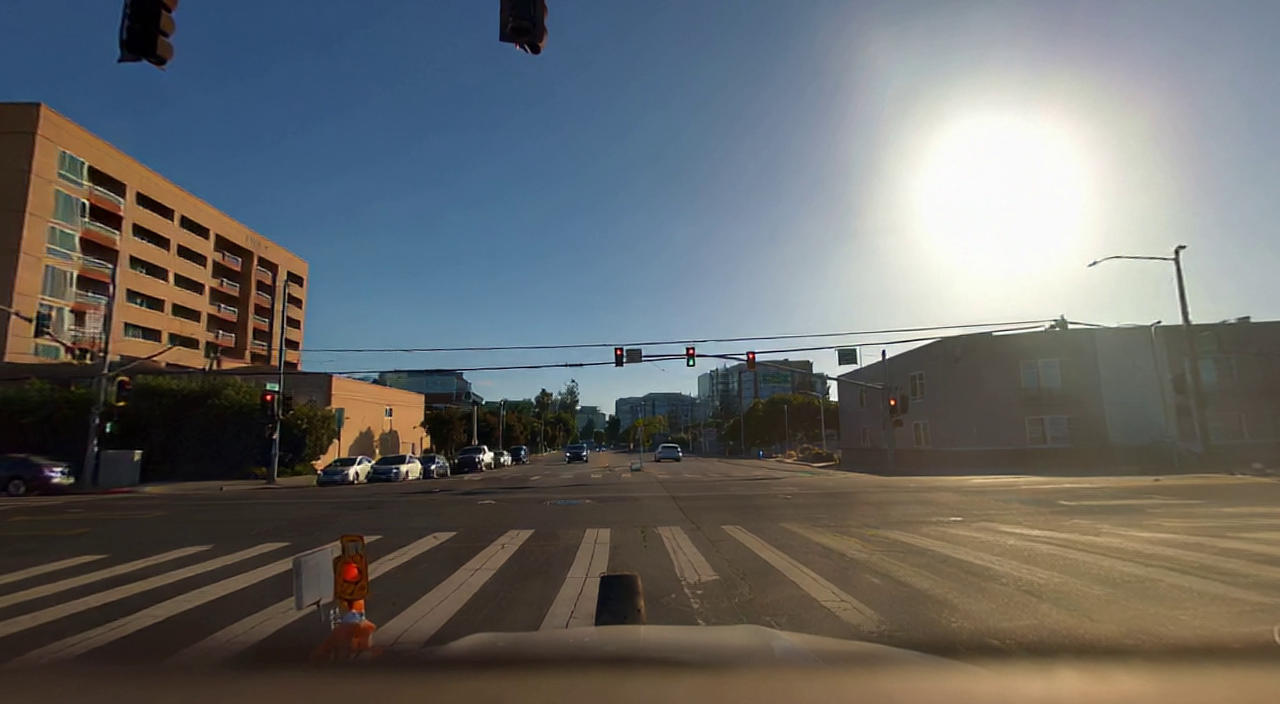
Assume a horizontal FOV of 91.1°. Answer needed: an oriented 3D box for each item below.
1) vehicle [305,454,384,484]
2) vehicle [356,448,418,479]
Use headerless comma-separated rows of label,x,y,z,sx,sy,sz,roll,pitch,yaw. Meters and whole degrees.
vehicle,-16.090,6.375,34.503,2.055,1.506,4.663,0,-9,0
vehicle,-16.180,7.108,40.447,1.960,1.819,5.018,0,-9,-1
